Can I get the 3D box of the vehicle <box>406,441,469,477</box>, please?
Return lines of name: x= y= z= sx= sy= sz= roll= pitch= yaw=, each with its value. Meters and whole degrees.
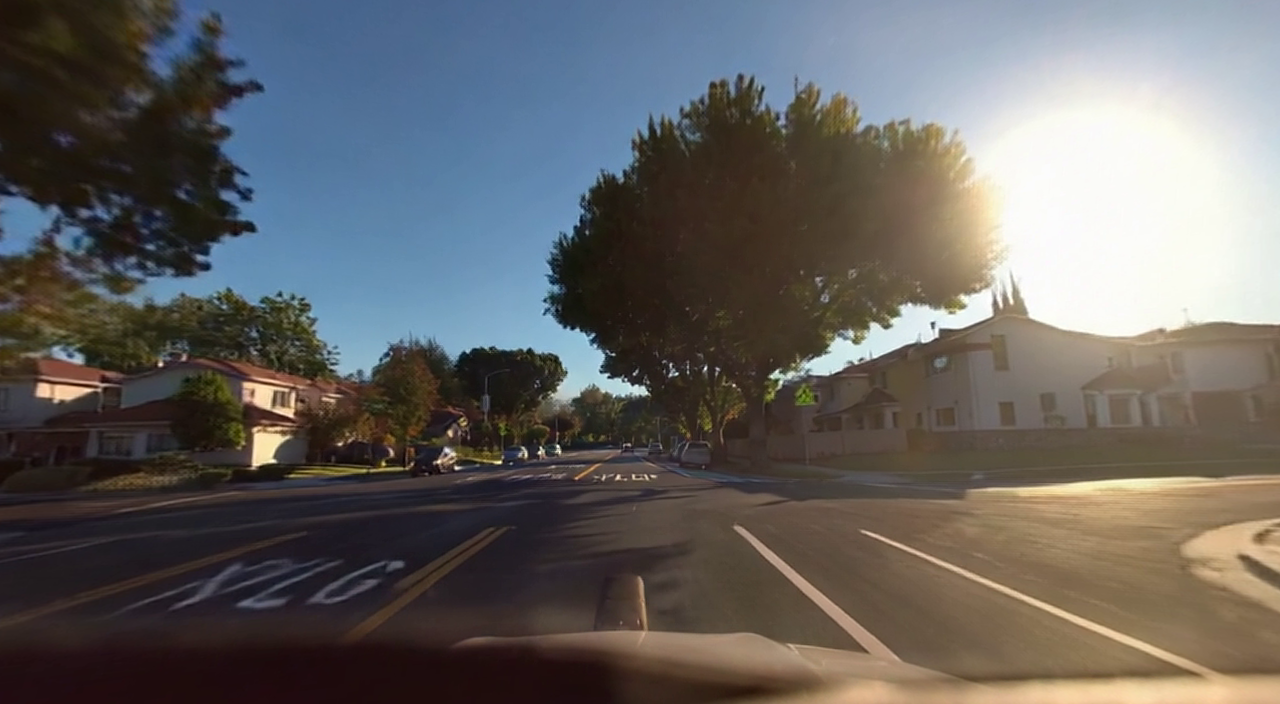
vehicle: x=-12.183 y=6.468 z=38.497 sx=2.199 sy=1.988 sz=5.454 roll=0 pitch=-9 yaw=-2

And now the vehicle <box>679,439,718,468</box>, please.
vehicle: x=3.783 y=6.670 z=41.658 sx=2.027 sy=1.751 sz=4.433 roll=0 pitch=-9 yaw=-2

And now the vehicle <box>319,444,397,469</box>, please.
vehicle: x=-19.465 y=7.232 z=43.774 sx=4.450 sy=1.677 sz=2.027 roll=0 pitch=-9 yaw=-3
